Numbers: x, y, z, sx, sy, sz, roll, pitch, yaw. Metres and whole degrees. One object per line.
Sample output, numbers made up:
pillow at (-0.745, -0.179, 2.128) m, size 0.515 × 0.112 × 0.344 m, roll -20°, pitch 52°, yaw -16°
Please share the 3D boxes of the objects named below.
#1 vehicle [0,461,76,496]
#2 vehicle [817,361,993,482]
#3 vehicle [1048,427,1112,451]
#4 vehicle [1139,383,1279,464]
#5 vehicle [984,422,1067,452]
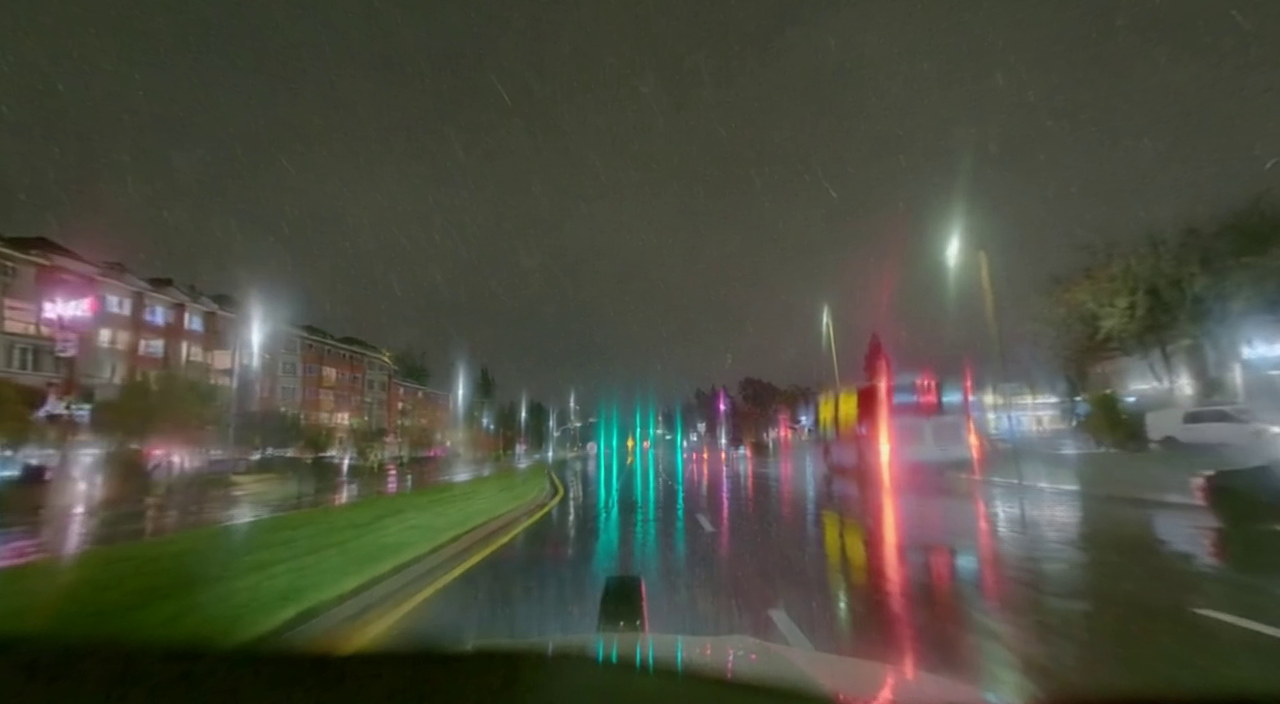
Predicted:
vehicle at (-33.617, 6.798, 34.296) m, size 1.863 × 1.646 × 4.565 m, roll 0°, pitch -8°, yaw -2°
vehicle at (9.772, 2.852, 24.764) m, size 3.017 × 3.888 × 8.508 m, roll 0°, pitch -8°, yaw -1°
vehicle at (30.565, 6.077, 43.988) m, size 1.665 × 1.469 × 3.718 m, roll -2°, pitch -9°, yaw -2°
vehicle at (20.334, 2.376, 20.717) m, size 5.637 × 2.480 × 2.521 m, roll -4°, pitch -9°, yaw 26°
vehicle at (27.133, 6.039, 44.727) m, size 2.221 × 1.997 × 5.314 m, roll 0°, pitch -8°, yaw -4°
